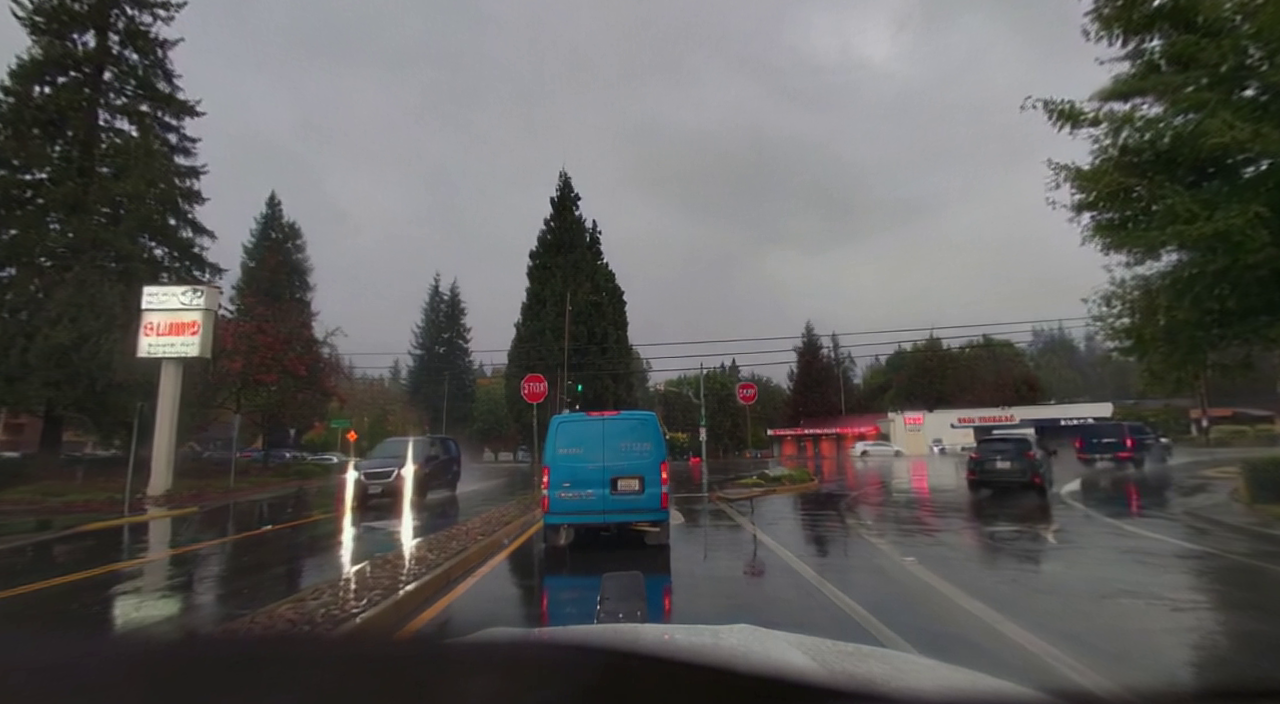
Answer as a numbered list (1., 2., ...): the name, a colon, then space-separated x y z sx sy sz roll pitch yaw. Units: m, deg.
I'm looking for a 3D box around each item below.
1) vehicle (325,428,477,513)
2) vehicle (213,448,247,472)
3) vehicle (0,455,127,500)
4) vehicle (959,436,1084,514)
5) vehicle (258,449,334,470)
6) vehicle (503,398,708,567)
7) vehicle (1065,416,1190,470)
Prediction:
1. vehicle: -5.511 2.780 15.323 1.985 1.710 4.651 0 -9 -2
2. vehicle: -29.927 7.850 46.200 1.913 1.682 4.120 5 -10 -31
3. vehicle: -21.417 4.463 22.877 2.038 1.392 4.362 0 -9 -1
4. vehicle: 8.817 2.800 14.969 2.079 1.504 4.828 -4 -10 27
5. vehicle: -26.128 8.164 48.091 4.670 1.472 1.851 1 -9 -8
6. vehicle: -0.315 1.769 9.257 2.237 1.828 4.546 0 -9 2
7. vehicle: 19.722 3.699 25.517 4.946 1.973 2.204 5 -10 -31
